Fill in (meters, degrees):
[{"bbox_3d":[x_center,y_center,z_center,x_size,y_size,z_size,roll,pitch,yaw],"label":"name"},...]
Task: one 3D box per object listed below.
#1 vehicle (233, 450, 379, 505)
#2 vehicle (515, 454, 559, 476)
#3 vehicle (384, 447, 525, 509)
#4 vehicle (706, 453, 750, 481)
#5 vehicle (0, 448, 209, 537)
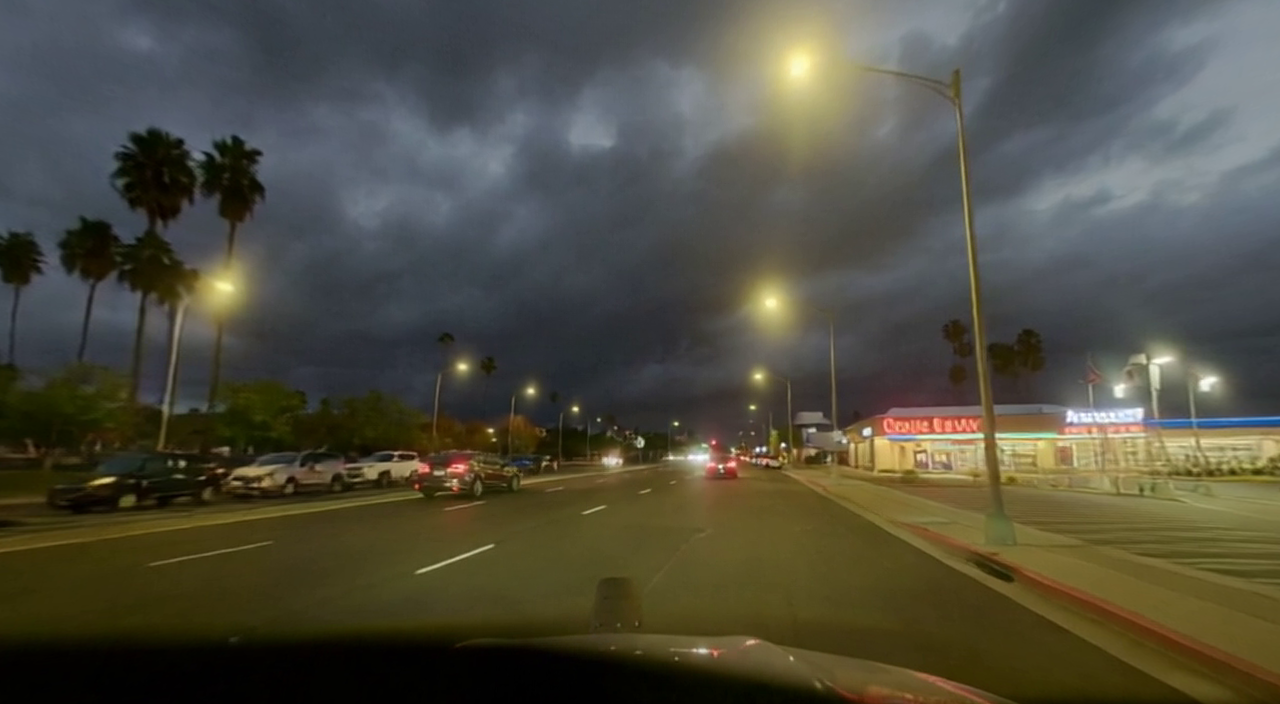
[{"bbox_3d":[-10.231,3.833,19.694,1.776,1.448,4.137,-1,-9,10],"label":"vehicle"},{"bbox_3d":[-7.996,8.811,49.316,1.874,1.488,4.612,-1,-9,11],"label":"vehicle"},{"bbox_3d":[-5.148,3.533,18.275,2.090,1.520,4.452,-1,-9,10],"label":"vehicle"},{"bbox_3d":[5.194,6.619,36.528,2.139,1.461,4.918,-2,-9,12],"label":"vehicle"},{"bbox_3d":[-11.405,2.680,12.648,1.837,1.468,4.389,-1,-9,11],"label":"vehicle"}]
